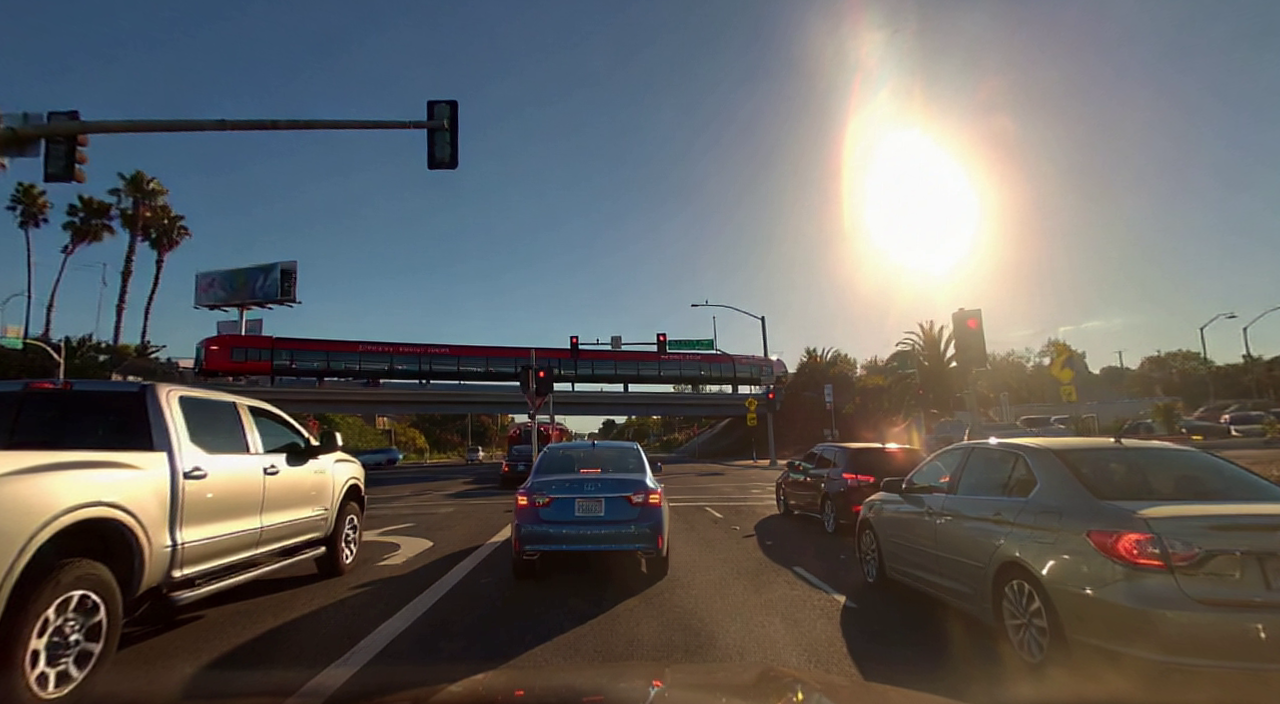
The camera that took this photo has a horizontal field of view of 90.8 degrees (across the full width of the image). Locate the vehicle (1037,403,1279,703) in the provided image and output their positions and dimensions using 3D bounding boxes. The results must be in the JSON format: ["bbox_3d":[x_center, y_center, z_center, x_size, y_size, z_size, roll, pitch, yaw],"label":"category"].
[{"bbox_3d":[3.891,0.888,2.185,2.052,1.496,4.541,0,-9,0],"label":"vehicle"}]

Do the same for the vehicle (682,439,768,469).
[{"bbox_3d":[4.217,5.136,31.968,1.878,1.428,4.416,5,-10,-32],"label":"vehicle"}]

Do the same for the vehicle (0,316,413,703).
[{"bbox_3d":[-3.820,1.125,5.014,2.078,1.838,5.448,0,-9,-1],"label":"vehicle"}]

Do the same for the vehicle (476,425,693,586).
[{"bbox_3d":[-0.627,1.759,8.082,2.035,1.491,4.090,0,-9,-3],"label":"vehicle"}]

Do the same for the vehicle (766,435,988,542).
[{"bbox_3d":[3.705,2.211,10.955,1.965,1.448,4.486,0,-9,-2],"label":"vehicle"}]
